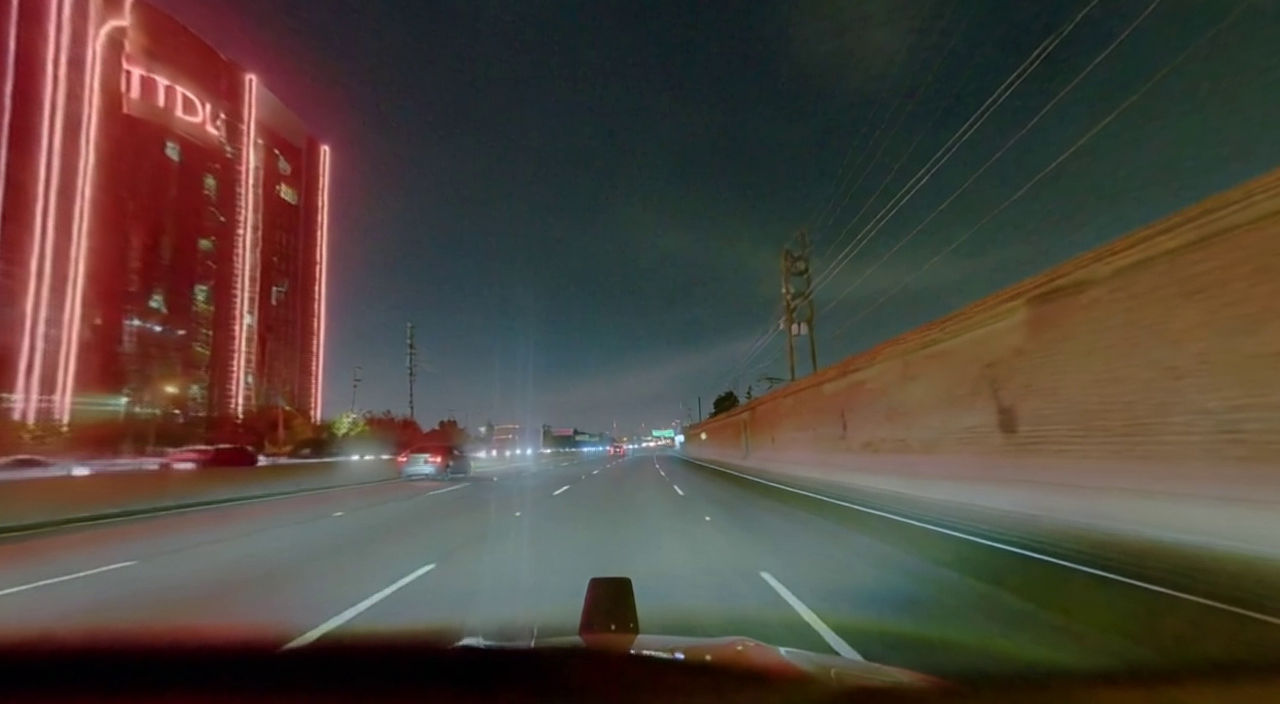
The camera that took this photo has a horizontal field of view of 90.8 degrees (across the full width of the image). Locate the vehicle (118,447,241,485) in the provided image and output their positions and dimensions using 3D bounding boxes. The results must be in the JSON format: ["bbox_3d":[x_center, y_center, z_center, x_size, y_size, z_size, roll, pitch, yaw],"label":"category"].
[{"bbox_3d":[-18.613,4.591,25.822,1.809,1.391,4.272,0,-8,0],"label":"vehicle"}]

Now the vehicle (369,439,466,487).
[{"bbox_3d":[-7.829,3.921,22.644,2.013,1.574,3.923,0,-8,0],"label":"vehicle"}]
